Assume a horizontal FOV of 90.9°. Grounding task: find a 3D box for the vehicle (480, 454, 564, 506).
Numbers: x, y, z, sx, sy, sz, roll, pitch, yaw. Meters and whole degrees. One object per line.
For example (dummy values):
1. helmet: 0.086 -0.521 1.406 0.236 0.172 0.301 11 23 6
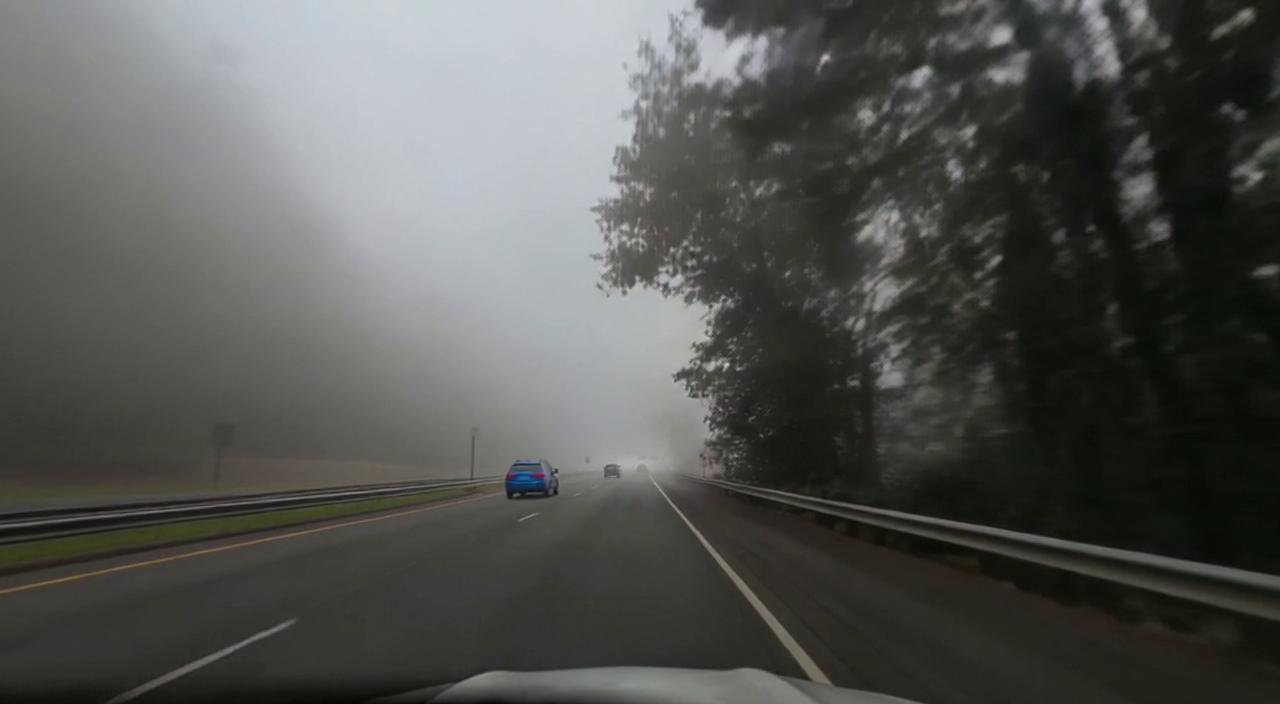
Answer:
1. vehicle: -4.053 4.517 22.439 2.042 1.629 4.276 1 -10 1
